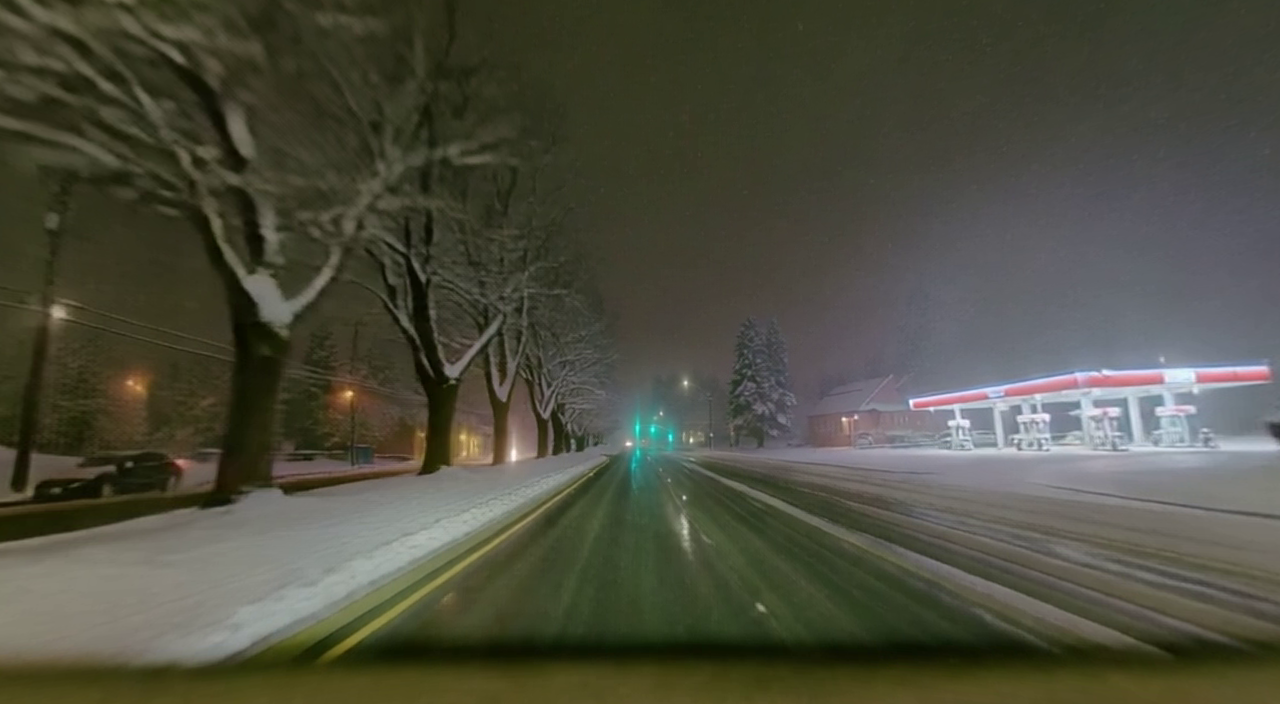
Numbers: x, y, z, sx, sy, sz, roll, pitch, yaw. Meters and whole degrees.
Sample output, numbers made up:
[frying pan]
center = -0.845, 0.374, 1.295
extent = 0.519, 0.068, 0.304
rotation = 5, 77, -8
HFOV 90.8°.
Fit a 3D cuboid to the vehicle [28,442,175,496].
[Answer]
[vehicle]
center = -22.174, 4.785, 26.357
extent = 2.076, 1.927, 4.749
rotation = -2, -8, -2
